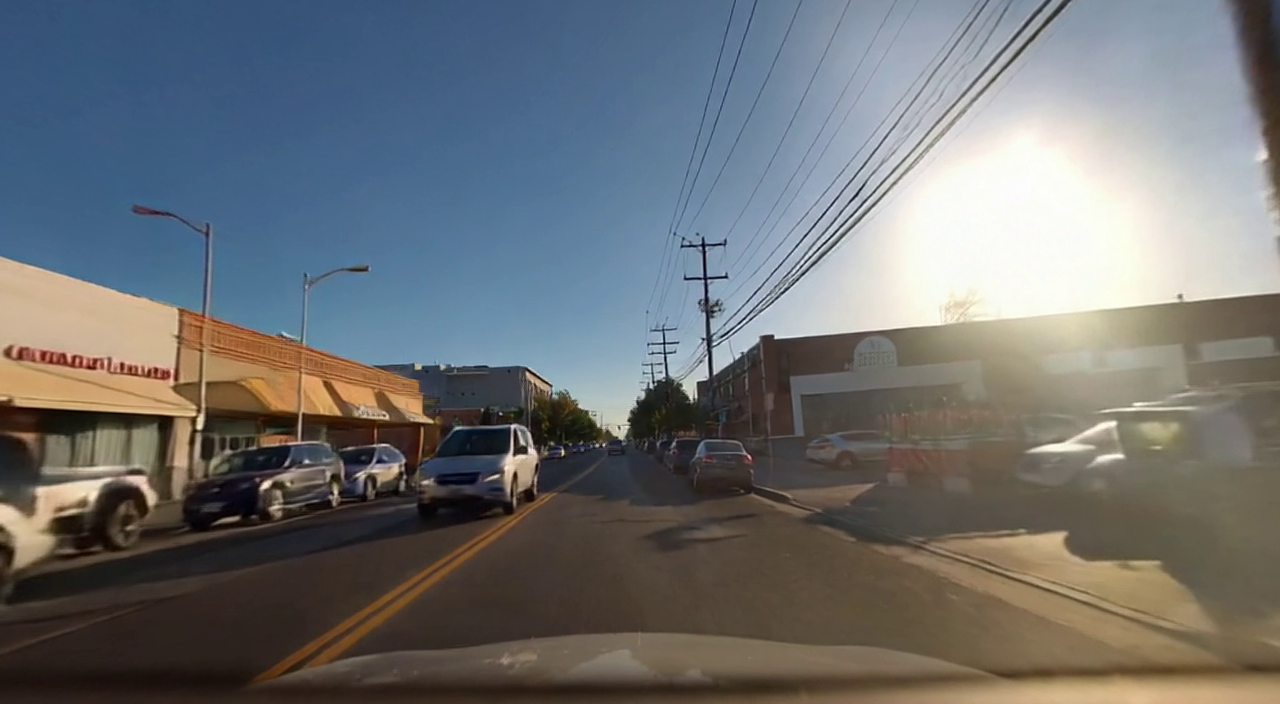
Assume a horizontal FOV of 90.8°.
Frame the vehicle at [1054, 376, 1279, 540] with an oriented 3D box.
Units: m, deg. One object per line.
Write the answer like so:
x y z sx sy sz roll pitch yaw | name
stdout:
9.852 1.549 9.352 5.684 2.112 2.321 0 -9 2 | vehicle

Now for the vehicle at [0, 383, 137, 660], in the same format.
-5.578 1.082 3.458 2.152 1.918 4.217 -2 -8 0 | vehicle

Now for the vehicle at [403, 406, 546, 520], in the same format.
-3.371 2.374 13.908 2.115 2.065 4.452 0 -9 -3 | vehicle

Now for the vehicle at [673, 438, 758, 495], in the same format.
2.315 3.415 19.441 2.261 1.503 4.695 -1 -8 7 | vehicle

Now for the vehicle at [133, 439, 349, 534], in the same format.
-9.195 3.062 15.316 1.862 1.851 5.360 0 -8 -2 | vehicle
